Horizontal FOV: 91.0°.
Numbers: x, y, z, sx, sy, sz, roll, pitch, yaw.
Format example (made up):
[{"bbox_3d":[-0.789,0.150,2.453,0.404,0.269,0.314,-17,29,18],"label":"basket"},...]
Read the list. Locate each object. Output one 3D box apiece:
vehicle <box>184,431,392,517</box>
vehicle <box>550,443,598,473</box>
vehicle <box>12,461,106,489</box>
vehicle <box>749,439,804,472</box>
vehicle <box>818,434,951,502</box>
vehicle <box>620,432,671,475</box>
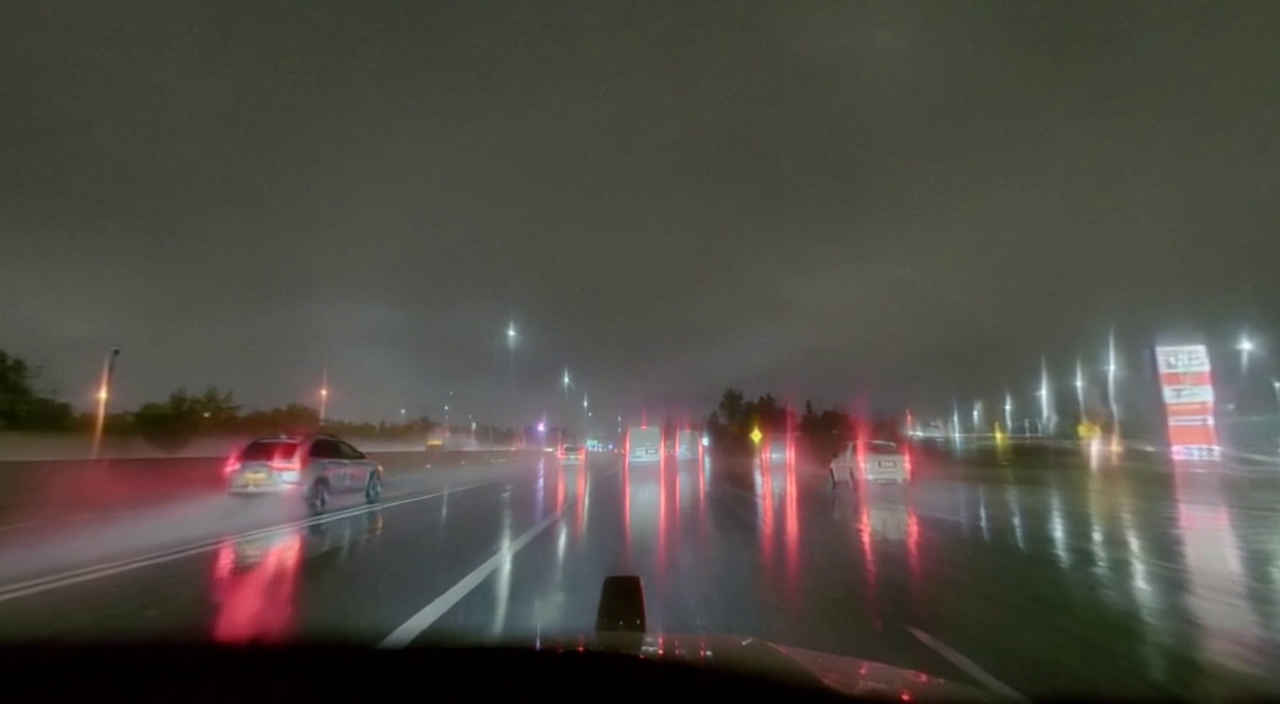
[{"bbox_3d":[-7.667,2.684,14.415,2.108,1.619,4.548,0,-9,0],"label":"vehicle"},{"bbox_3d":[-3.671,6.008,35.921,2.173,1.542,4.781,0,-9,1],"label":"vehicle"},{"bbox_3d":[-33.497,7.074,36.452,1.689,1.459,3.831,0,-9,1],"label":"vehicle"},{"bbox_3d":[7.999,6.090,37.381,2.147,1.808,5.243,0,-9,0],"label":"vehicle"},{"bbox_3d":[6.786,3.253,18.127,2.146,1.678,4.489,0,-9,2],"label":"vehicle"},{"bbox_3d":[0.286,5.313,33.162,2.509,2.062,4.639,0,-9,0],"label":"vehicle"}]
